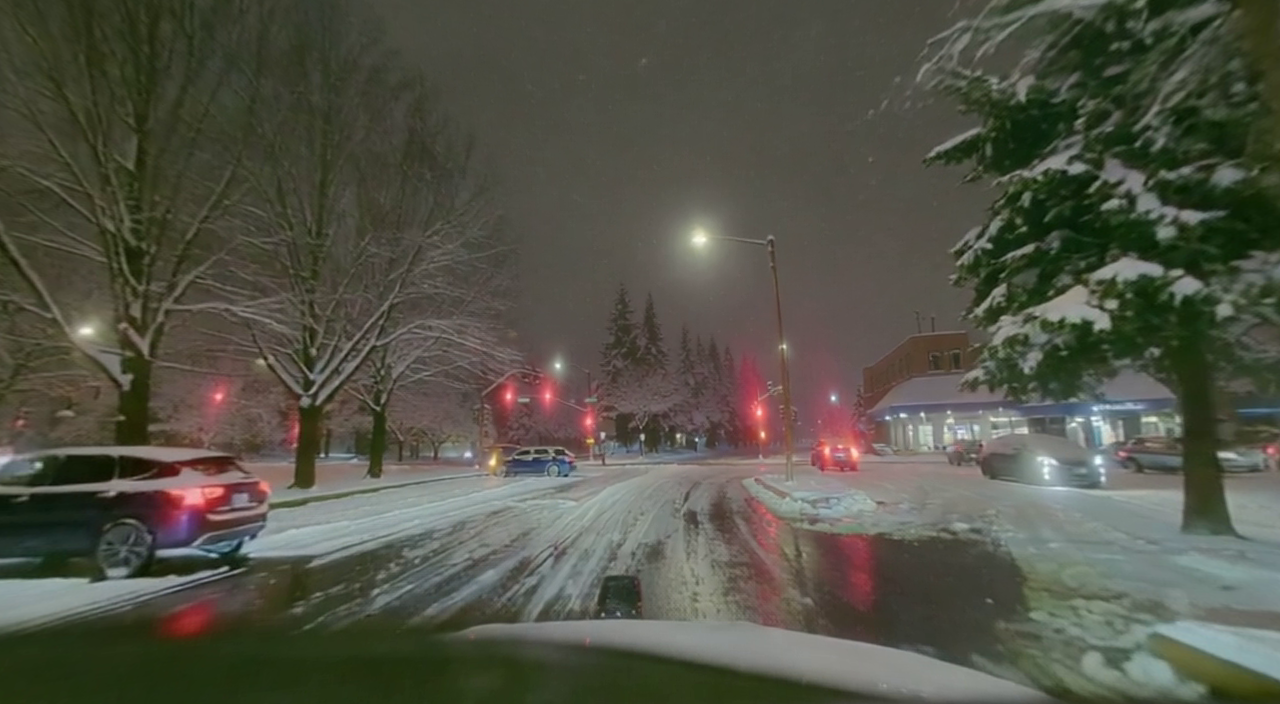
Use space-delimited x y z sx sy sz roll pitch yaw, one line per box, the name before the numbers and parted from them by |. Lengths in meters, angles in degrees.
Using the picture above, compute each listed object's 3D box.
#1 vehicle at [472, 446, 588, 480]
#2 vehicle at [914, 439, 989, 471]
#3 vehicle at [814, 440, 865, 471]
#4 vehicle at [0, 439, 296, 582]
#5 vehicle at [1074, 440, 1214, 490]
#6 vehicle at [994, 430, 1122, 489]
vehicle | -5.054 5.120 29.314 4.792 1.468 2.116 -2 -9 13
vehicle | 15.728 5.219 32.192 1.951 1.491 4.359 -1 -9 5
vehicle | 10.621 5.501 33.964 2.061 1.519 4.794 -2 -8 11
vehicle | -6.875 1.810 7.614 4.376 1.476 1.791 0 -9 2
vehicle | 15.676 3.498 19.931 1.936 1.391 3.874 -2 -9 14
vehicle | 13.281 3.427 20.447 1.921 1.657 4.400 -2 -9 13
